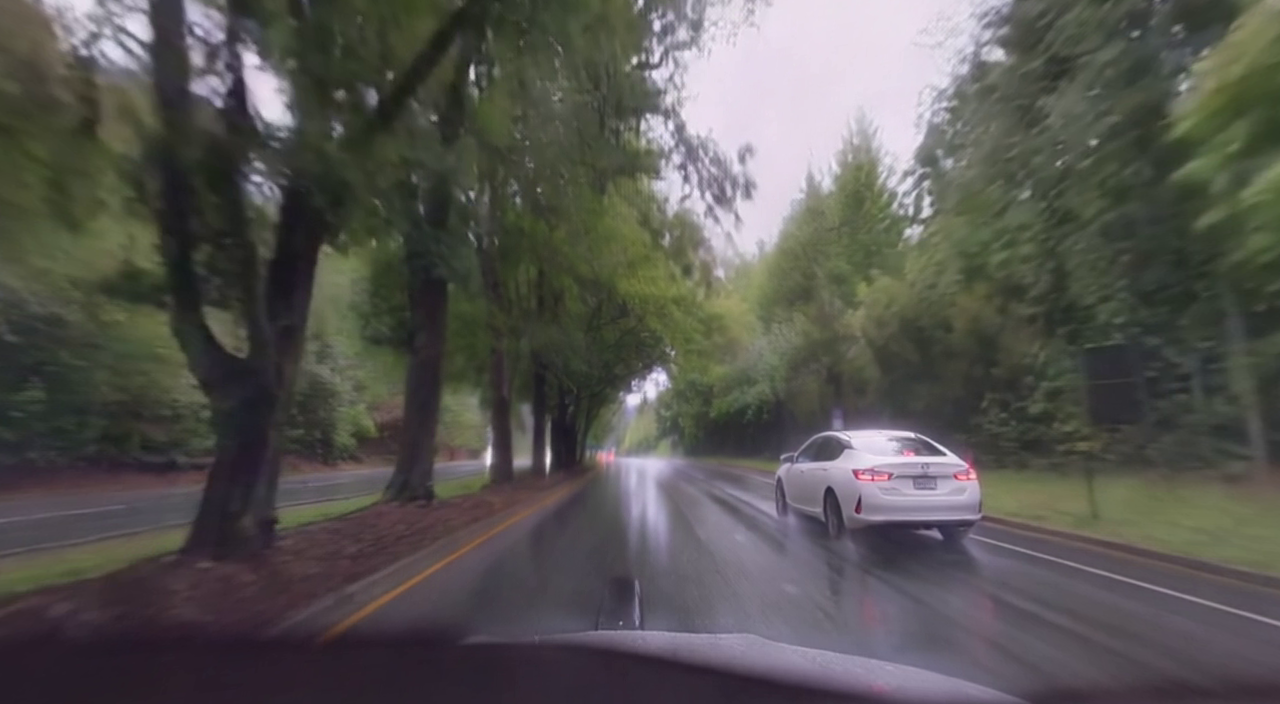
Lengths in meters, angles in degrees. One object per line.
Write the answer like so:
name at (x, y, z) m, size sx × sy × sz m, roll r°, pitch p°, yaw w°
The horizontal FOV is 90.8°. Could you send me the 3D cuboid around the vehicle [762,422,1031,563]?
vehicle at (3.360, 1.946, 9.519) m, size 2.060 × 1.584 × 4.592 m, roll 0°, pitch -9°, yaw -1°
